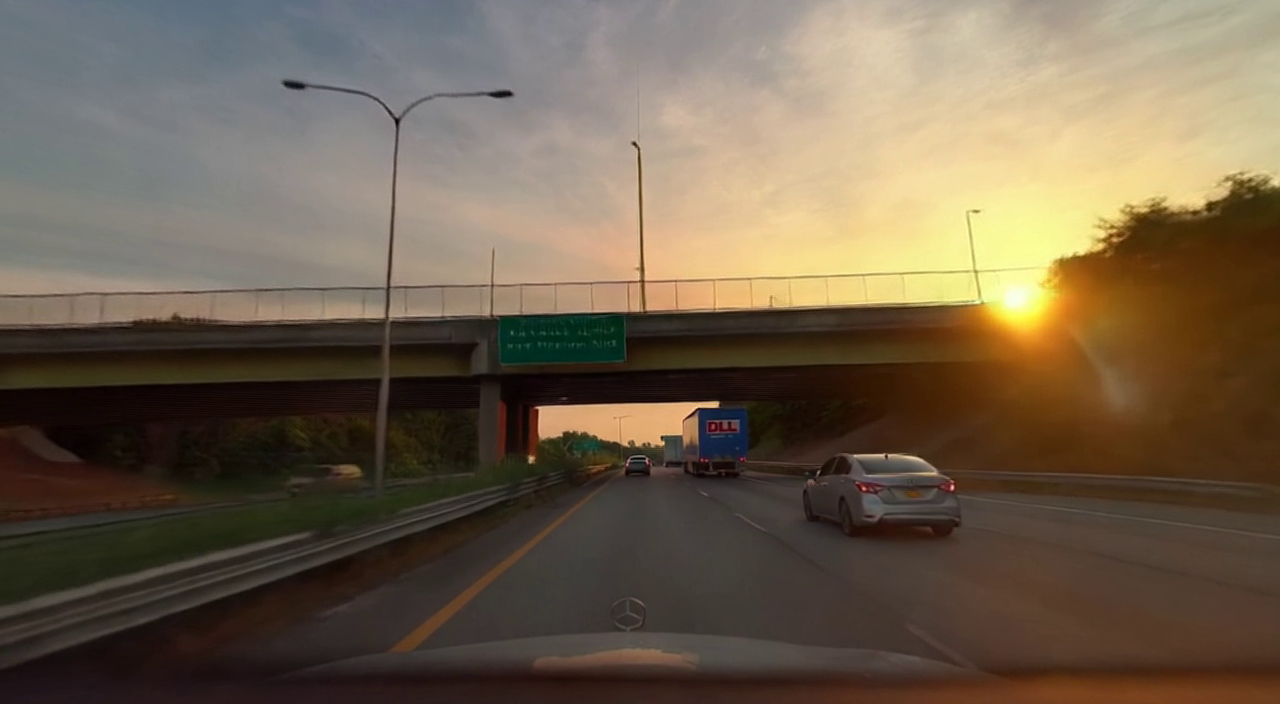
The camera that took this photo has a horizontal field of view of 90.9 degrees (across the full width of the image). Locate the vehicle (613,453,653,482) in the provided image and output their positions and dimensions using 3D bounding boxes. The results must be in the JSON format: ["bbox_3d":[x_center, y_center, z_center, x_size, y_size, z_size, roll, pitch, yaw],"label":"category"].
[{"bbox_3d":[-0.385,6.277,34.495,2.055,1.445,3.661,0,-9,-1],"label":"vehicle"}]

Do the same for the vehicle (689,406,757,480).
[{"bbox_3d":[4.784,5.521,38.107,2.838,3.985,8.010,0,-9,-1],"label":"vehicle"}]

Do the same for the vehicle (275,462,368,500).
[{"bbox_3d":[-14.110,5.724,28.260,1.831,1.464,4.303,-1,-9,2],"label":"vehicle"}]

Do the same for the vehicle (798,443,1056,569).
[{"bbox_3d":[3.920,2.147,9.574,1.894,1.452,4.164,0,-9,-1],"label":"vehicle"}]
